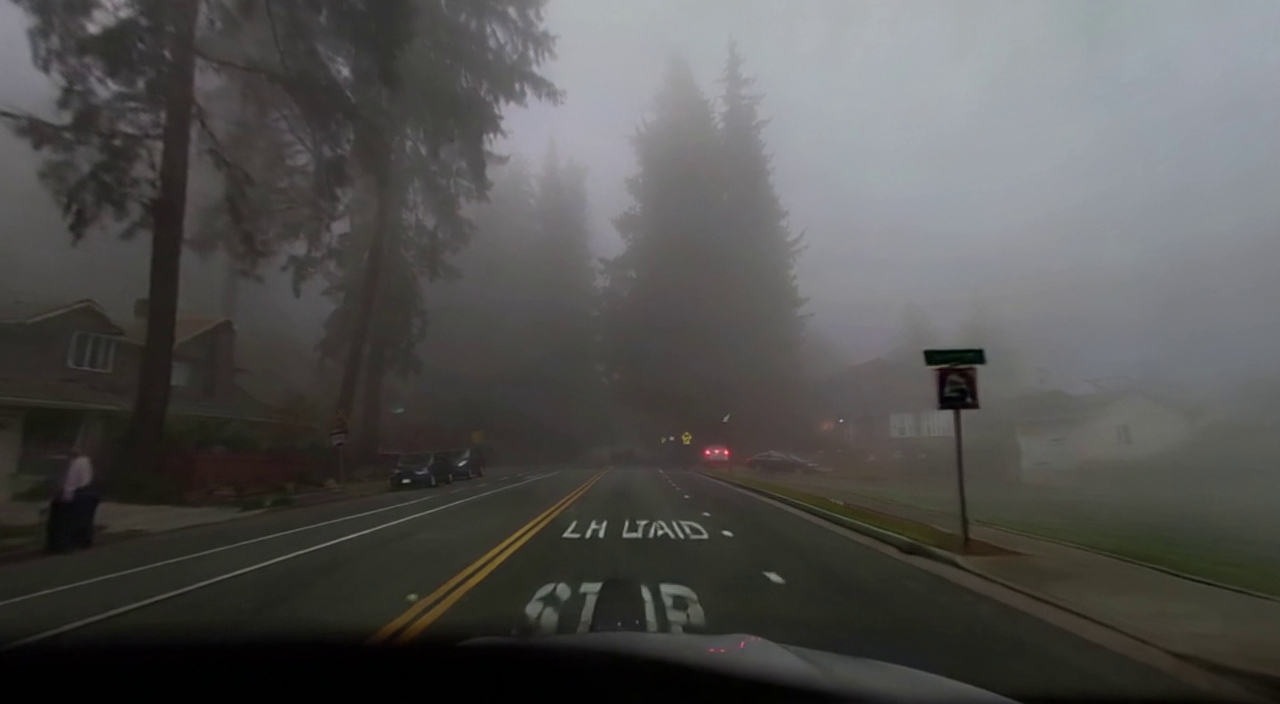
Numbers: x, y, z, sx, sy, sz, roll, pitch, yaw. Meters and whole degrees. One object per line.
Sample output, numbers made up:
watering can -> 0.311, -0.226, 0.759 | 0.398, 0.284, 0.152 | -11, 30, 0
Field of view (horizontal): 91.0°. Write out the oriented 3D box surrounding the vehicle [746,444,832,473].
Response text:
vehicle -> 8.068, 5.808, 34.495 | 4.438, 1.466, 1.943 | -1, -9, 9

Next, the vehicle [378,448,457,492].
vehicle -> -9.360, 4.969, 26.871 | 1.998, 1.684, 4.180 | 1, -9, -3

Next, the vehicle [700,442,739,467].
vehicle -> 5.600, 7.266, 44.785 | 2.096, 1.713, 4.606 | 0, -9, -1
